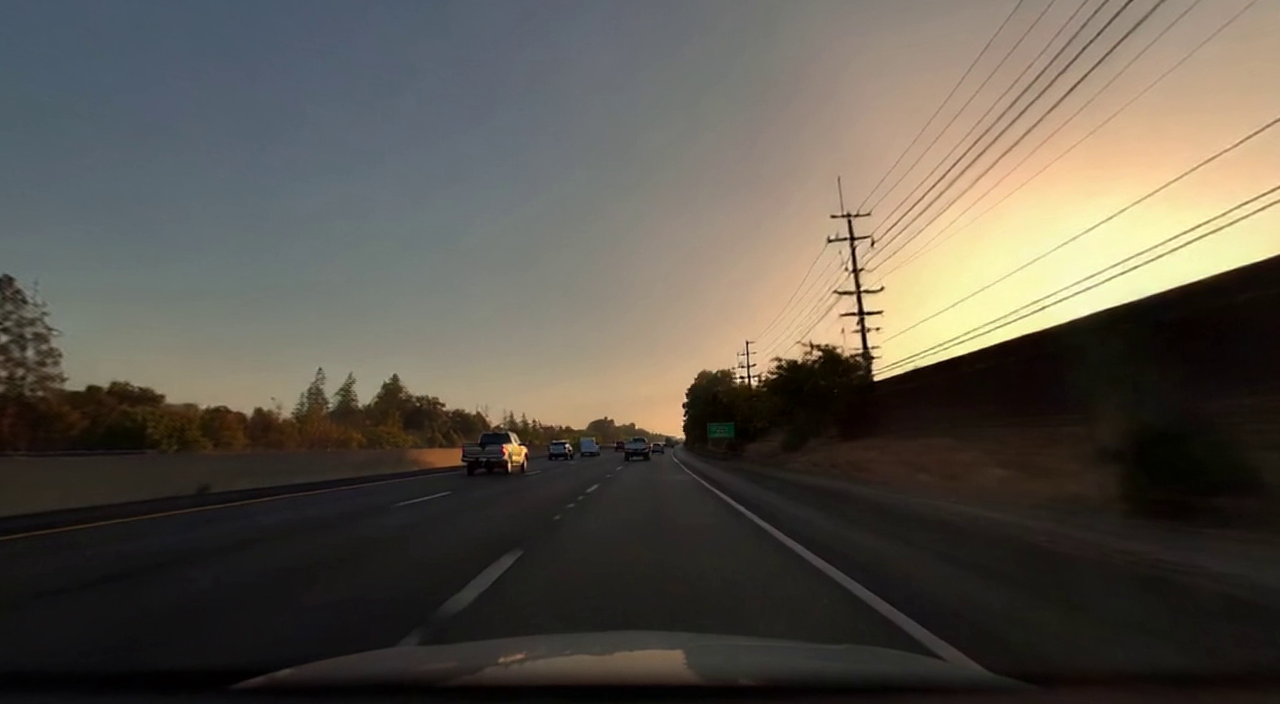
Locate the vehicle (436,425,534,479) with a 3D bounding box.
[{"bbox_3d":[-6.293,4.186,26.645,2.460,1.992,6.474,0,-8,1],"label":"vehicle"}]

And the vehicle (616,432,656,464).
[{"bbox_3d":[-0.206,6.471,42.700,2.448,2.025,5.193,-1,-8,2],"label":"vehicle"}]
